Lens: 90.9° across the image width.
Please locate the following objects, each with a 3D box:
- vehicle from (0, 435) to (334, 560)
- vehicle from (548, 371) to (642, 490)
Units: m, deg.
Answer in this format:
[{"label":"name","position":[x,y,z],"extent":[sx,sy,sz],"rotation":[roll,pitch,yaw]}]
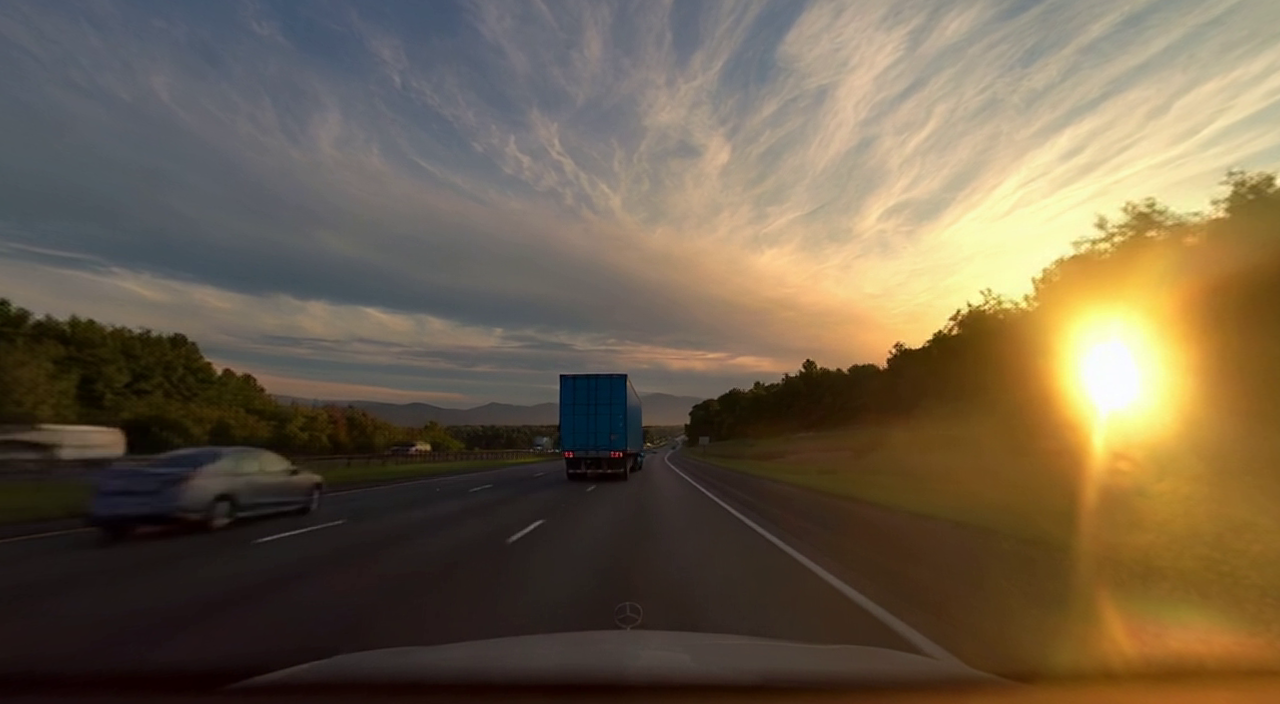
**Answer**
[{"label":"vehicle","position":[-6.762,2.022,9.525],"extent":[1.967,1.420,4.473],"rotation":[0,-9,0]},{"label":"vehicle","position":[-1.513,3.806,28.969],"extent":[2.851,4.098,14.436],"rotation":[0,-9,2]}]
